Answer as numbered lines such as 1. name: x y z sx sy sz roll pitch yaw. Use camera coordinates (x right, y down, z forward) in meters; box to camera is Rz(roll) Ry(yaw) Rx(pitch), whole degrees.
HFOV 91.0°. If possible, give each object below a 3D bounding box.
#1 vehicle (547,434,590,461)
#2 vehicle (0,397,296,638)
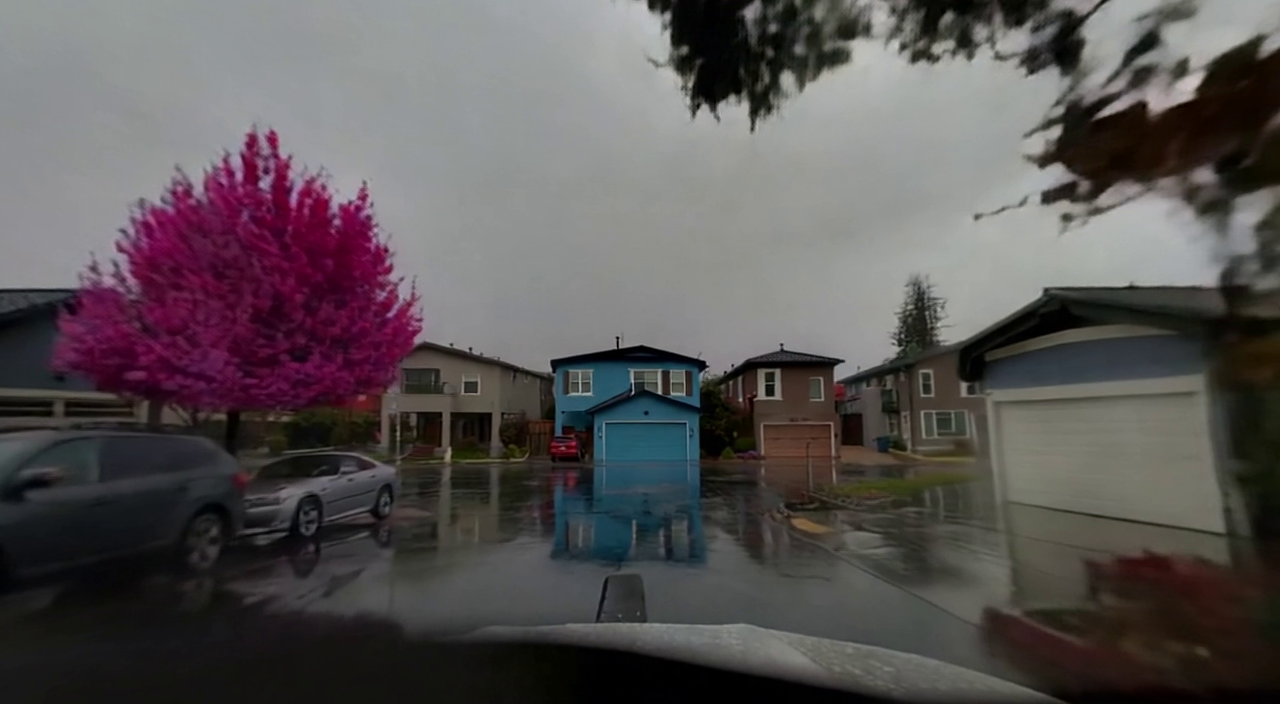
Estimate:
1. vehicle: -4.306 5.844 38.547 1.968 1.491 4.486 0 -8 2
2. vehicle: -5.804 1.442 6.074 2.139 1.783 4.717 -1 -8 2
